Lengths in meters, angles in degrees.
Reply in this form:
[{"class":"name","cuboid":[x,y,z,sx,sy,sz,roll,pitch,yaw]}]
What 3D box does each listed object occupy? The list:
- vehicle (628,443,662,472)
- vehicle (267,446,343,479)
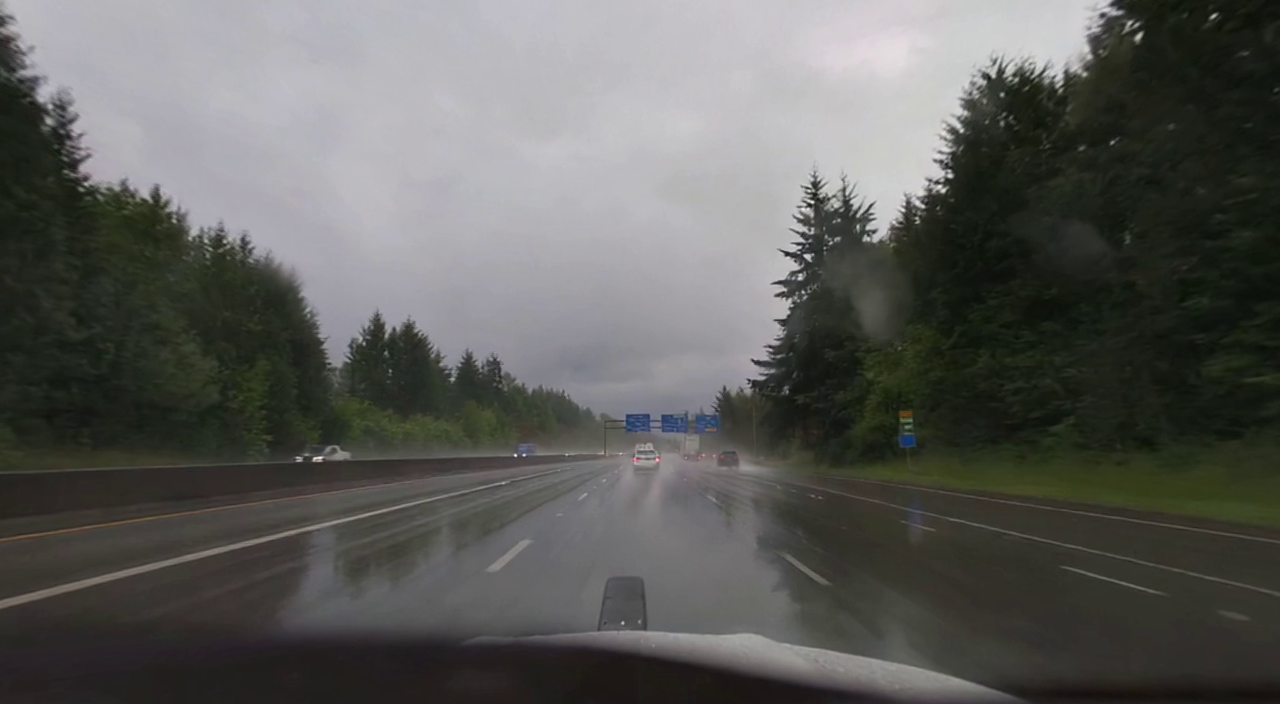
[{"class":"vehicle","cuboid":[0.319,7.096,42.403,2.167,1.847,4.097,0,-9,0]},{"class":"vehicle","cuboid":[-22.015,7.272,41.696,2.304,2.014,4.802,0,-9,1]}]
